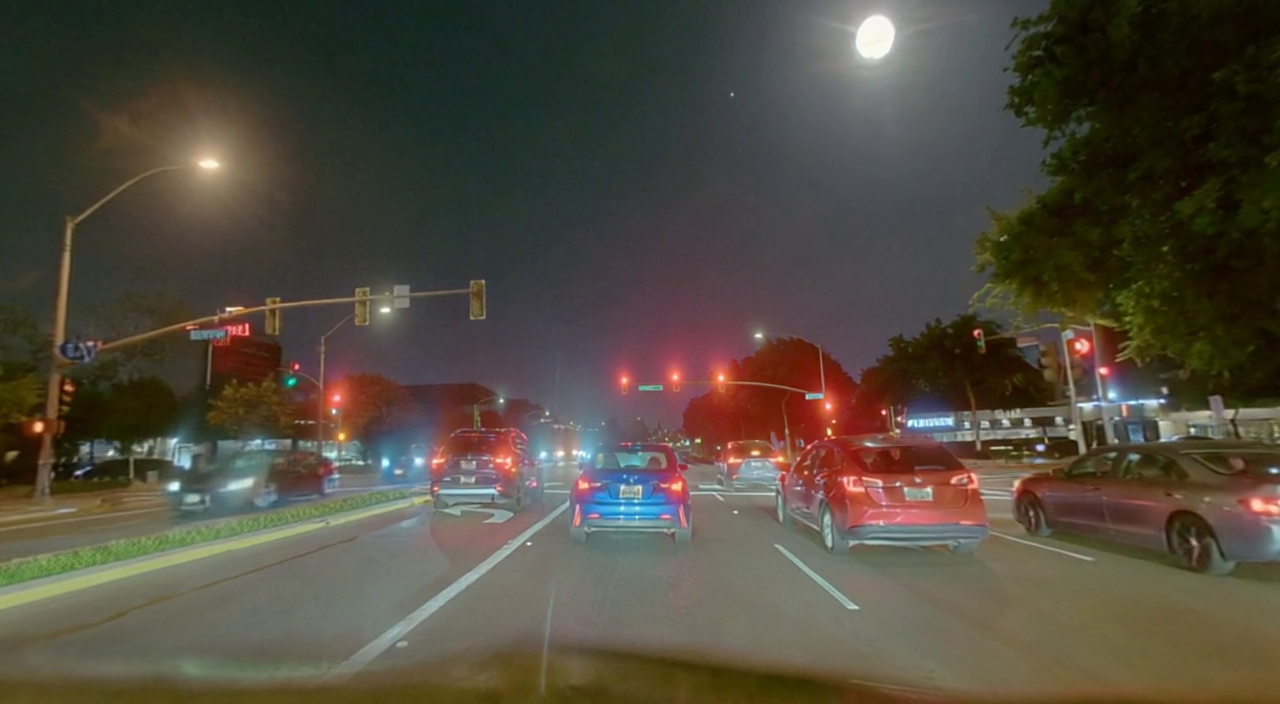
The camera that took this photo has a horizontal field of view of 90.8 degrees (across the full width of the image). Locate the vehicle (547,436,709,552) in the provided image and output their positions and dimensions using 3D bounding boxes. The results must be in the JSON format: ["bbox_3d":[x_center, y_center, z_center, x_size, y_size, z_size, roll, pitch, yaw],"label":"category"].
[{"bbox_3d":[-0.120,2.118,10.157,2.098,1.477,3.897,0,-8,1],"label":"vehicle"}]

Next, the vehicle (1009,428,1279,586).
[{"bbox_3d":[7.207,1.807,8.224,2.004,1.508,4.646,0,-8,0],"label":"vehicle"}]

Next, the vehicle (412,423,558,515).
[{"bbox_3d":[-3.438,2.712,15.224,2.160,1.823,5.115,0,-8,1],"label":"vehicle"}]

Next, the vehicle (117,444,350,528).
[{"bbox_3d":[-8.330,2.738,13.607,2.045,1.438,4.480,0,-8,0],"label":"vehicle"}]

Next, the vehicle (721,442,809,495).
[{"bbox_3d":[3.820,3.614,20.139,1.888,1.472,4.528,0,-8,0],"label":"vehicle"}]

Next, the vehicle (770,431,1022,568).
[{"bbox_3d":[3.282,1.948,9.177,2.020,1.513,4.120,0,-8,2],"label":"vehicle"}]
